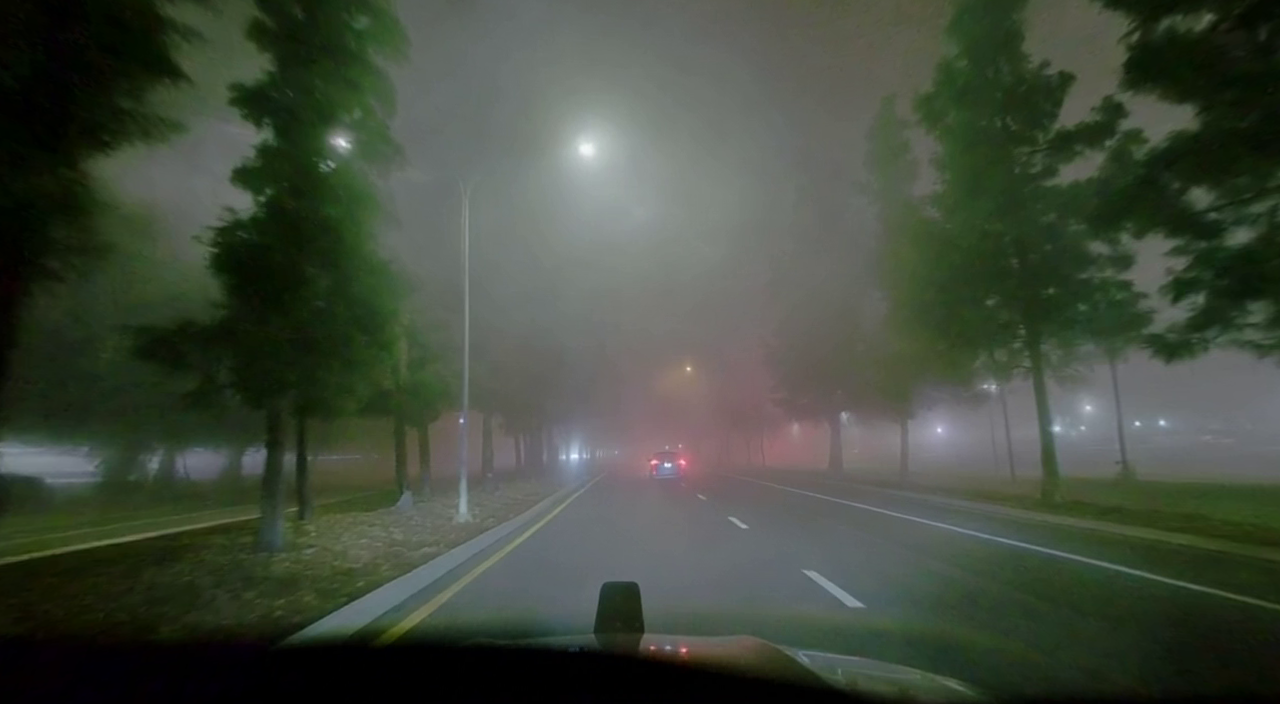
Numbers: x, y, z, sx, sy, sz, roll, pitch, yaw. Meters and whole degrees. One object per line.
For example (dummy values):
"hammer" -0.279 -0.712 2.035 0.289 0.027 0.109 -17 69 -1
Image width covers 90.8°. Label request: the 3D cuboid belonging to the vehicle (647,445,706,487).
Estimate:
"vehicle" 1.432 4.765 26.836 2.048 1.584 4.393 0 -8 -3
